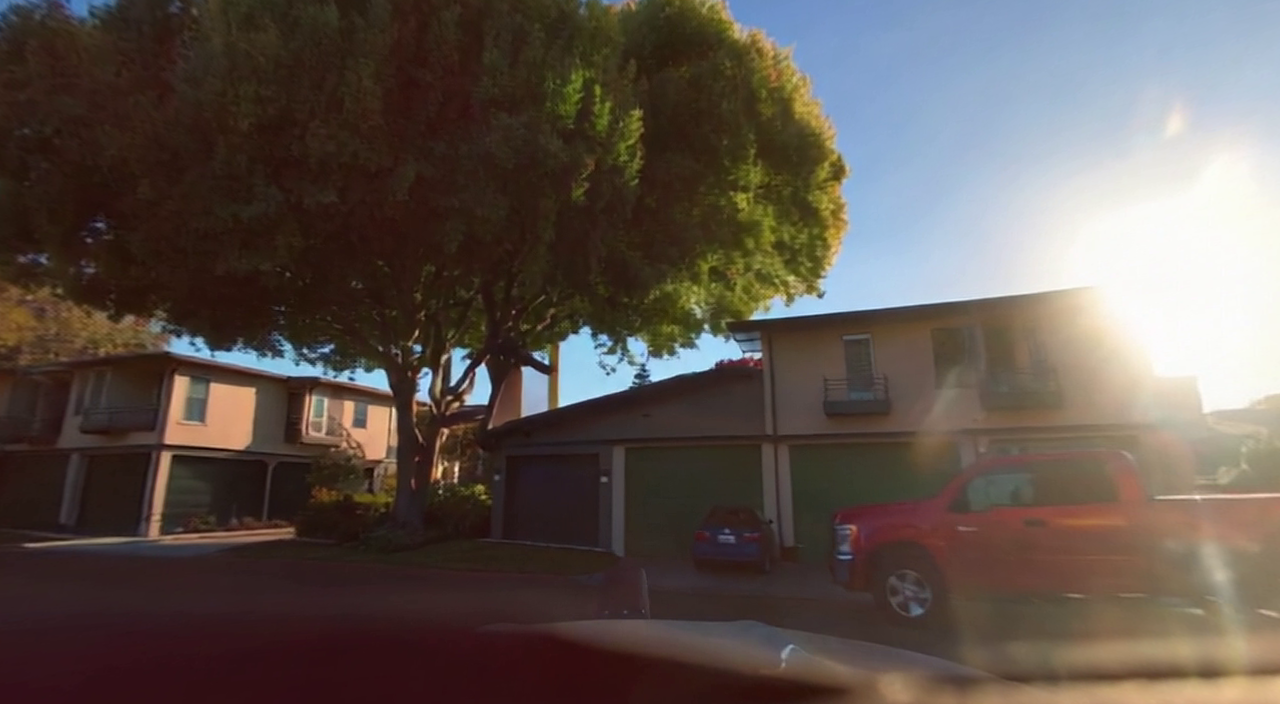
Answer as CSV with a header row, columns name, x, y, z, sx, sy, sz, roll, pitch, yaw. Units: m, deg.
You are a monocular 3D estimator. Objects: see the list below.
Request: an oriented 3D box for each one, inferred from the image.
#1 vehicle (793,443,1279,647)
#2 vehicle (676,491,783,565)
name,x,y,z,sx,sy,sz,roll,pitch,yaw
vehicle,4.844,2.057,7.400,5.600,1.835,2.161,-4,-11,20
vehicle,2.522,4.632,16.940,1.869,1.460,3.826,-8,-11,21
